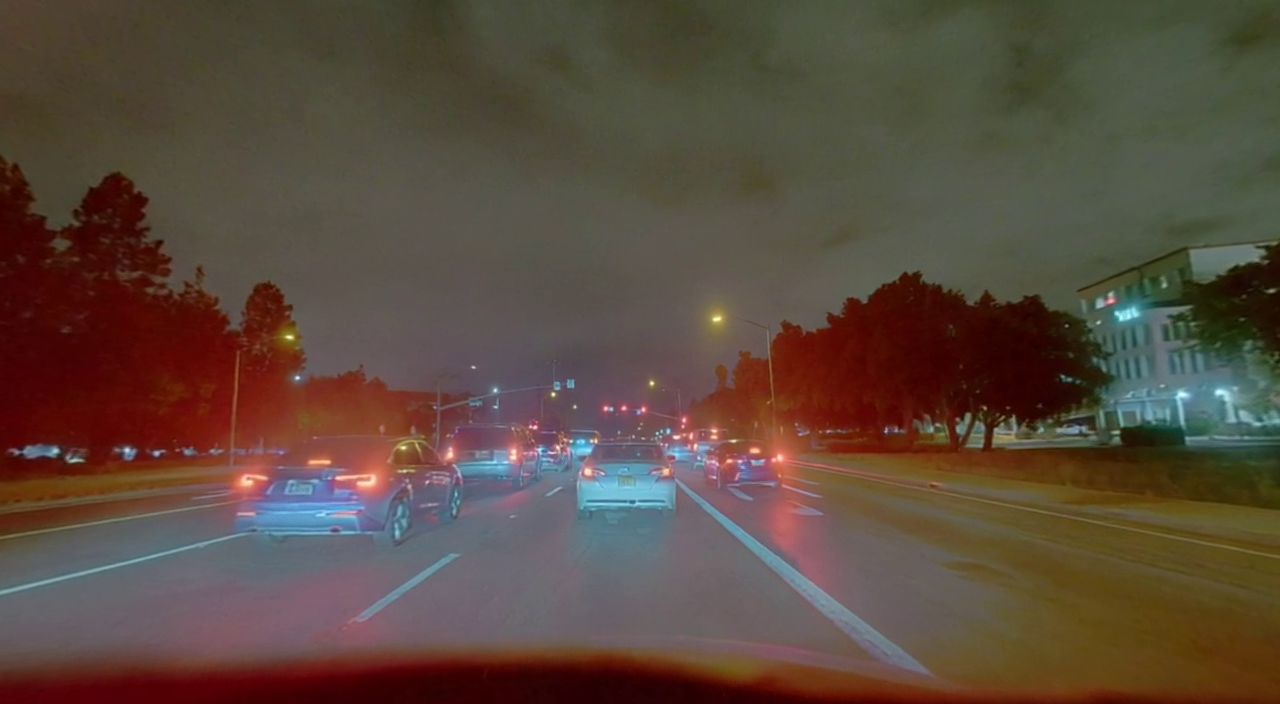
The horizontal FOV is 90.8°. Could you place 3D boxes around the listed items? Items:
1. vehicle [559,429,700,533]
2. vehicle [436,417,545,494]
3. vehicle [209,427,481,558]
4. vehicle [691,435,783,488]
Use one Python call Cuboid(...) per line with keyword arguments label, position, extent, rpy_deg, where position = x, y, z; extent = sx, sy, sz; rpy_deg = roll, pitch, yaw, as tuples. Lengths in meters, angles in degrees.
Cuboid(label="vehicle", position=(-0.216, 2.142, 11.089), extent=(2.007, 1.467, 4.059), rpy_deg=(0, -8, -2))
Cuboid(label="vehicle", position=(-4.031, 2.890, 17.853), extent=(2.054, 1.881, 4.469), rpy_deg=(0, -8, -1))
Cuboid(label="vehicle", position=(-3.864, 1.904, 9.295), extent=(1.985, 1.467, 4.224), rpy_deg=(0, -8, 0))
Cuboid(label="vehicle", position=(2.846, 3.341, 19.624), extent=(1.978, 1.452, 4.381), rpy_deg=(0, -8, -2))
